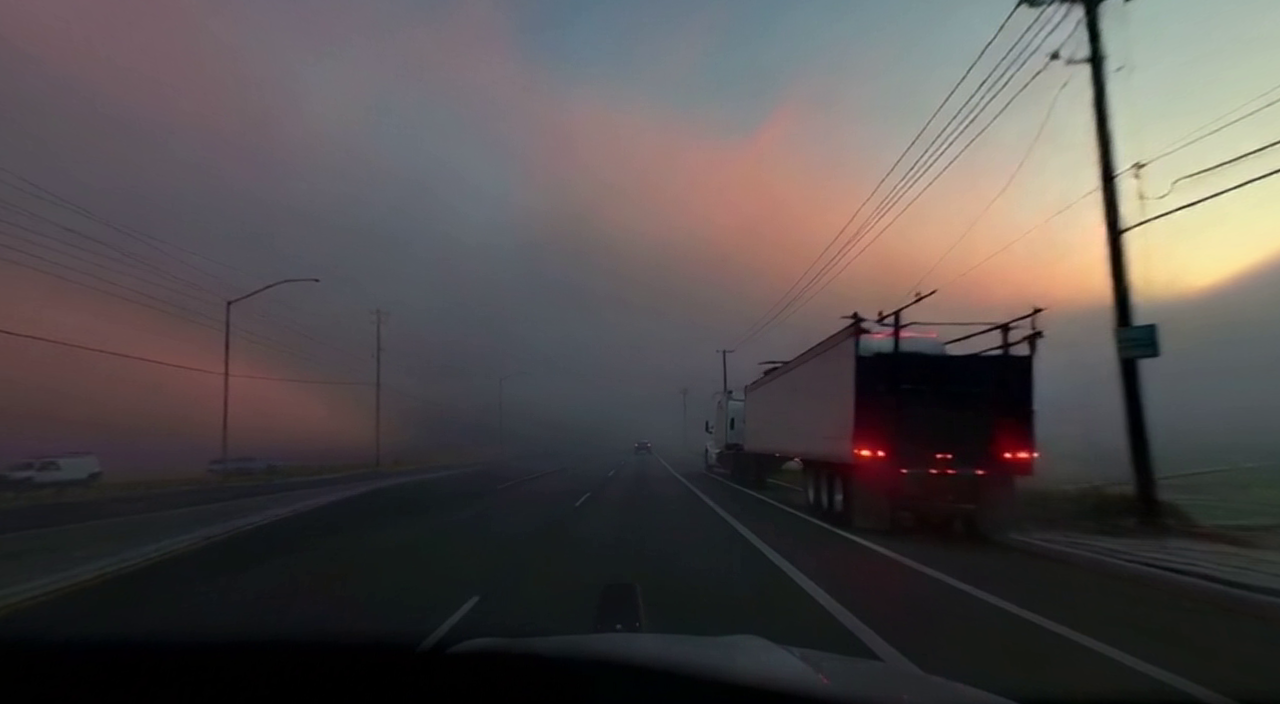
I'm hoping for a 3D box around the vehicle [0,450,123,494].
[{"bbox_3d":[-25.480,5.112,27.306,1.950,1.658,4.576,0,-8,5],"label":"vehicle"}]

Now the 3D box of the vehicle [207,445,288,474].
[{"bbox_3d":[-25.398,6.925,40.951,2.020,1.763,4.637,-1,-8,5],"label":"vehicle"}]

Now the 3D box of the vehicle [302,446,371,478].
[{"bbox_3d":[-18.537,6.694,38.667,1.948,1.844,4.235,0,-8,2],"label":"vehicle"}]

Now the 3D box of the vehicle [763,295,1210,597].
[{"bbox_3d":[3.960,1.380,9.598,2.706,2.880,7.117,0,-8,0],"label":"vehicle"}]
